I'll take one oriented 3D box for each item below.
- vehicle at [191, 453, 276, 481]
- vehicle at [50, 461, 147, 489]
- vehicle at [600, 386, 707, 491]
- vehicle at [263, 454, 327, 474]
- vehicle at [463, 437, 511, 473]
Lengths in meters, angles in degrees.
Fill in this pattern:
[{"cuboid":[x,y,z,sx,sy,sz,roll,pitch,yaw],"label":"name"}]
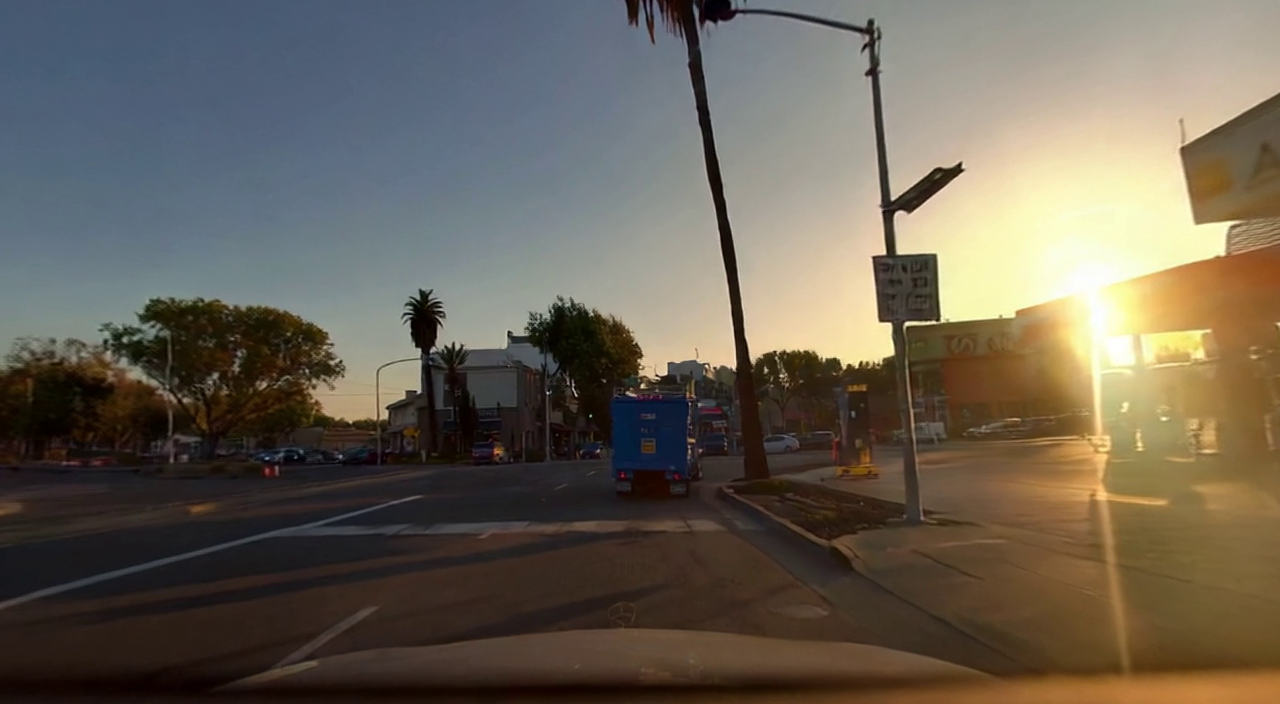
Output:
[{"cuboid":[-27.763,7.833,43.250,4.583,1.556,1.893,-3,-6,-1],"label":"vehicle"},{"cuboid":[-31.318,7.103,36.728,1.766,1.428,4.337,0,-8,0],"label":"vehicle"},{"cuboid":[0.672,2.910,21.127,2.463,2.954,5.938,-2,-9,12],"label":"vehicle"},{"cuboid":[-26.205,8.491,48.032,3.721,1.450,1.824,0,-8,1],"label":"vehicle"},{"cuboid":[-7.728,5.230,32.228,1.997,1.679,4.263,1,-9,-9],"label":"vehicle"}]
